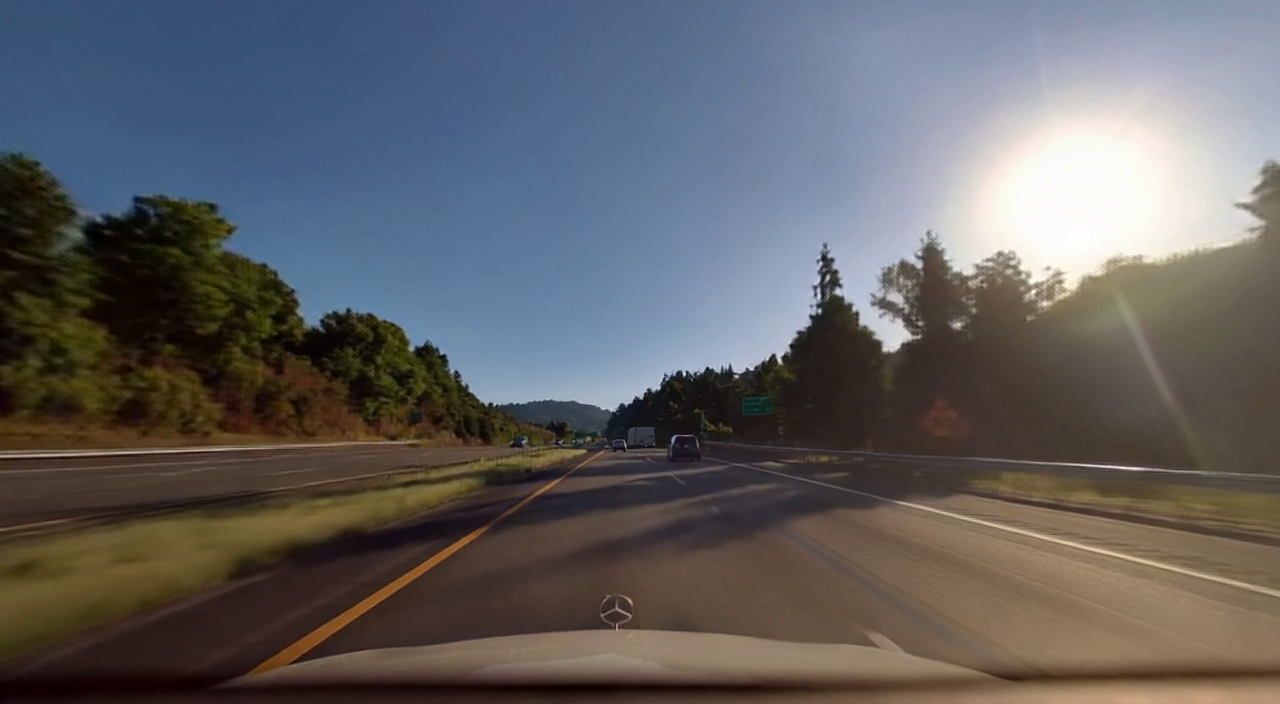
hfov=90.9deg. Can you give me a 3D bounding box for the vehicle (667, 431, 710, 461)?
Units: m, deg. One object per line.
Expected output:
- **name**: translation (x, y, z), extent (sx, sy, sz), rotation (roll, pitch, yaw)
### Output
- **vehicle**: translation (2.872, 5.642, 38.206), extent (2.085, 1.681, 4.436), rotation (0, -7, -2)
